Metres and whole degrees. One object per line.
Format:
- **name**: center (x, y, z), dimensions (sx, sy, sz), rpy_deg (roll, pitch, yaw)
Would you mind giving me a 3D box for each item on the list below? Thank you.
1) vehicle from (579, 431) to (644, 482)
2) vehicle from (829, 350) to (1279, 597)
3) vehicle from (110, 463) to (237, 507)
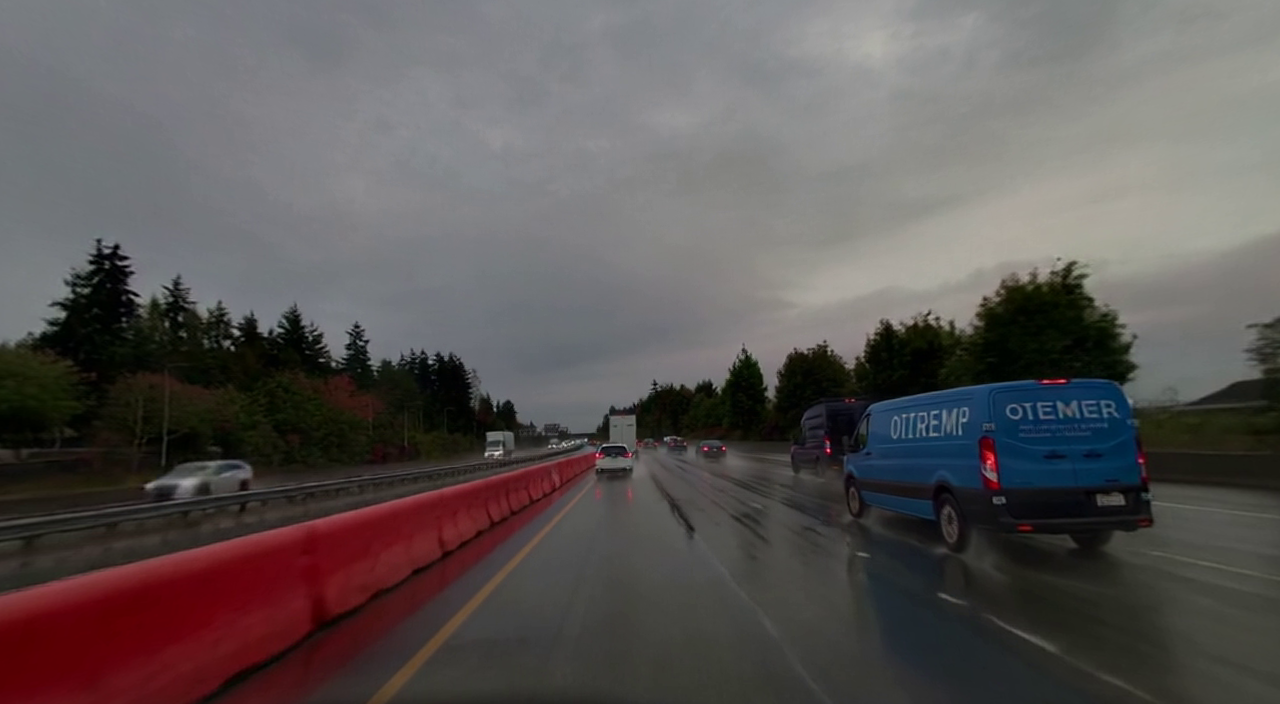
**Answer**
- **vehicle**: center (-0.977, 3.651, 22.270), dimensions (2.100, 1.636, 3.620), rpy_deg (0, -8, -1)
- **vehicle**: center (4.310, 1.343, 7.776), dimensions (2.223, 2.008, 5.121), rpy_deg (0, -8, -1)
- **vehicle**: center (-18.616, 5.294, 25.401), dimensions (1.811, 1.456, 4.313), rpy_deg (0, -8, 0)
